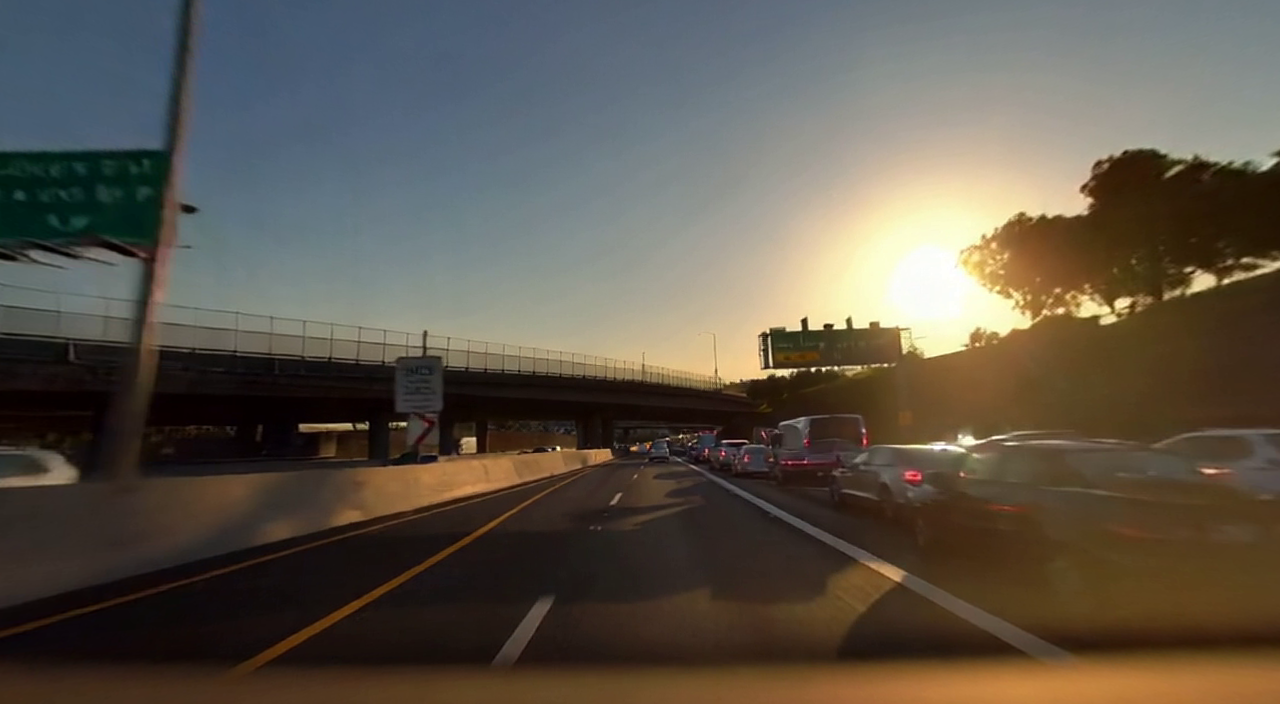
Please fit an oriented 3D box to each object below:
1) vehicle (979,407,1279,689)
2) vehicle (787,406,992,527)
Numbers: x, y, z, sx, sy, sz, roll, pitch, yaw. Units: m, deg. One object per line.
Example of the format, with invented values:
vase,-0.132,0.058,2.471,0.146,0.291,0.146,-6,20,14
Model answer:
vehicle,4.451,1.121,3.886,2.065,1.487,4.972,0,-9,1
vehicle,4.656,2.247,12.869,2.191,1.963,5.001,0,-9,1
